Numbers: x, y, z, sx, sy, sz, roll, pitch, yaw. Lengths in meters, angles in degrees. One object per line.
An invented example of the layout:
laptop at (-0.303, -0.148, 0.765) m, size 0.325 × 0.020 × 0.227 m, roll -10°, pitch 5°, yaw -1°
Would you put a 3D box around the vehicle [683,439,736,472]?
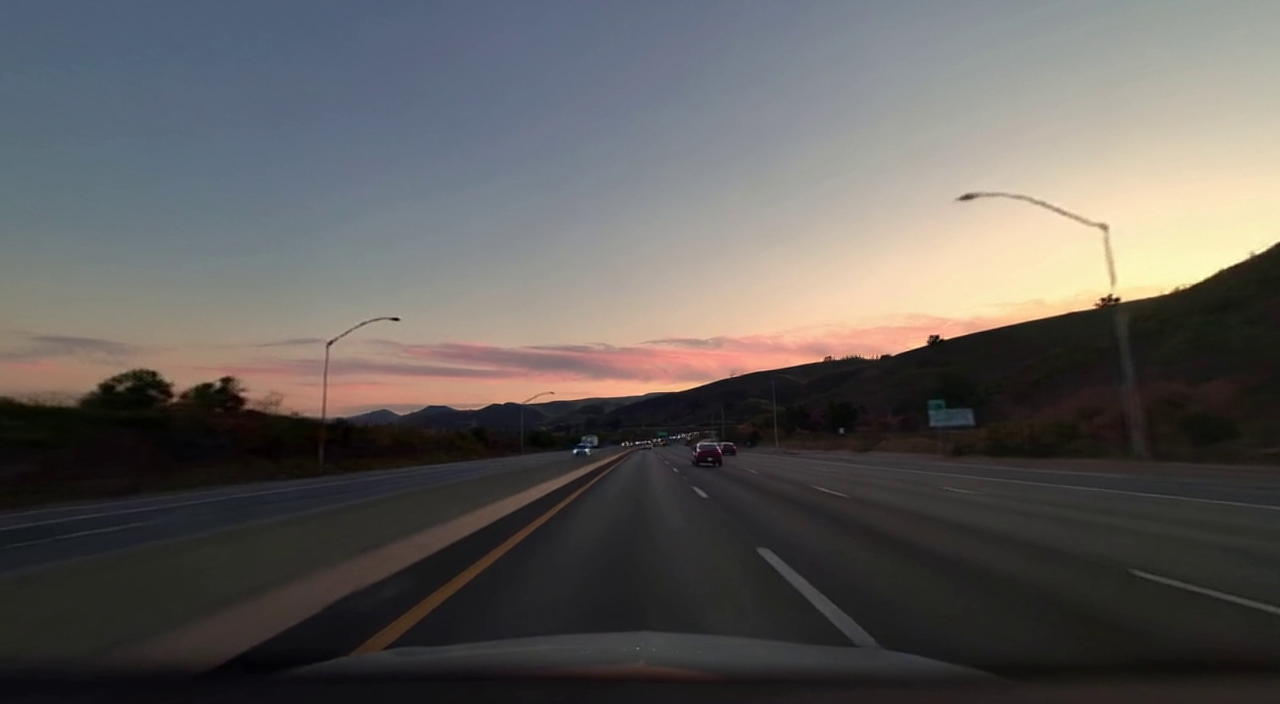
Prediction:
vehicle at (3.208, 4.882, 30.020) m, size 2.044 × 1.444 × 4.216 m, roll 0°, pitch -8°, yaw 0°
